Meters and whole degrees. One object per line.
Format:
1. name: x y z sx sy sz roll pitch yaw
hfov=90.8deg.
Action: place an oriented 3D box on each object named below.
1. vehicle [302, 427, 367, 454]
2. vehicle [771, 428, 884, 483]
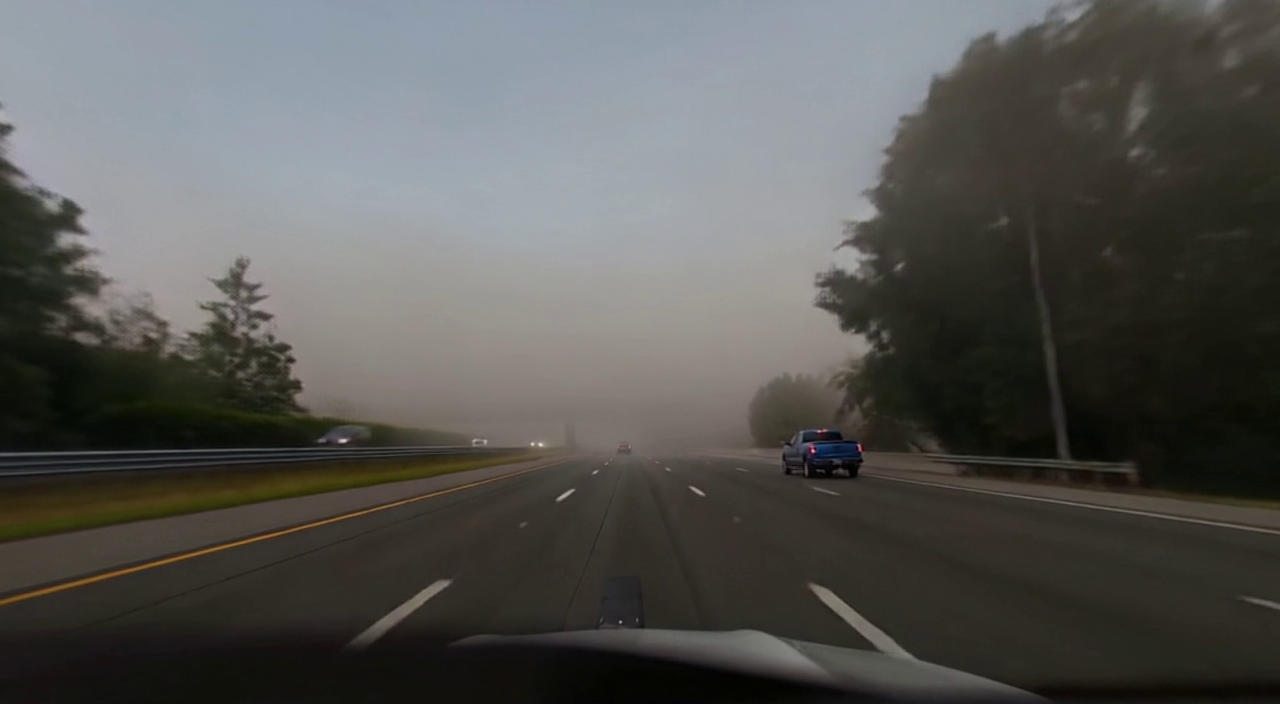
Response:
1. vehicle: -19.937 5.848 41.472 1.945 1.626 4.742 -1 -9 0
2. vehicle: 6.907 3.920 24.252 2.395 1.819 6.086 0 -9 -1
